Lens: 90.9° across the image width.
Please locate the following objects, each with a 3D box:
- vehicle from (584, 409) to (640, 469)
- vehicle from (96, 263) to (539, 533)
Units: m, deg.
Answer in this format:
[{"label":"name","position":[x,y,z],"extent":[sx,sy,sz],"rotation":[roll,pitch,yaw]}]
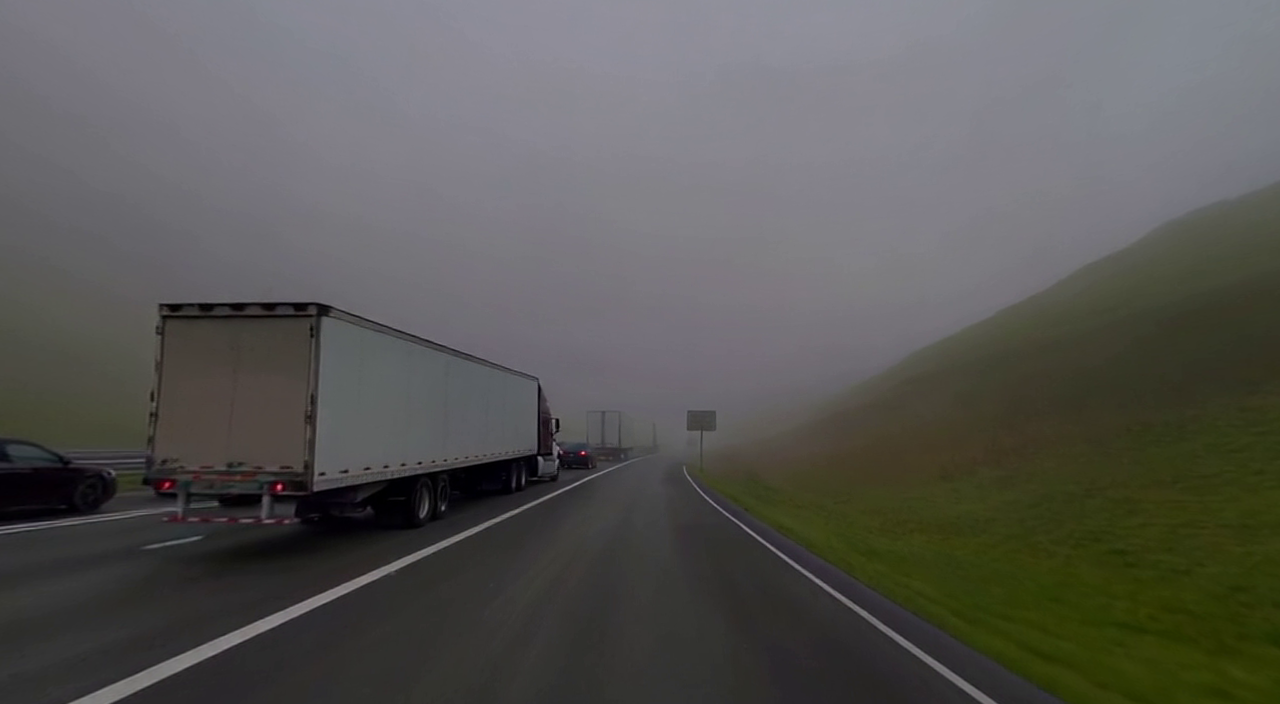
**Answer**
[{"label":"vehicle","position":[-1.616,5.804,41.531],"extent":[2.968,3.439,10.174],"rotation":[0,-9,1]},{"label":"vehicle","position":[-6.005,1.738,16.664],"extent":[2.848,4.067,14.314],"rotation":[-1,-9,6]}]
